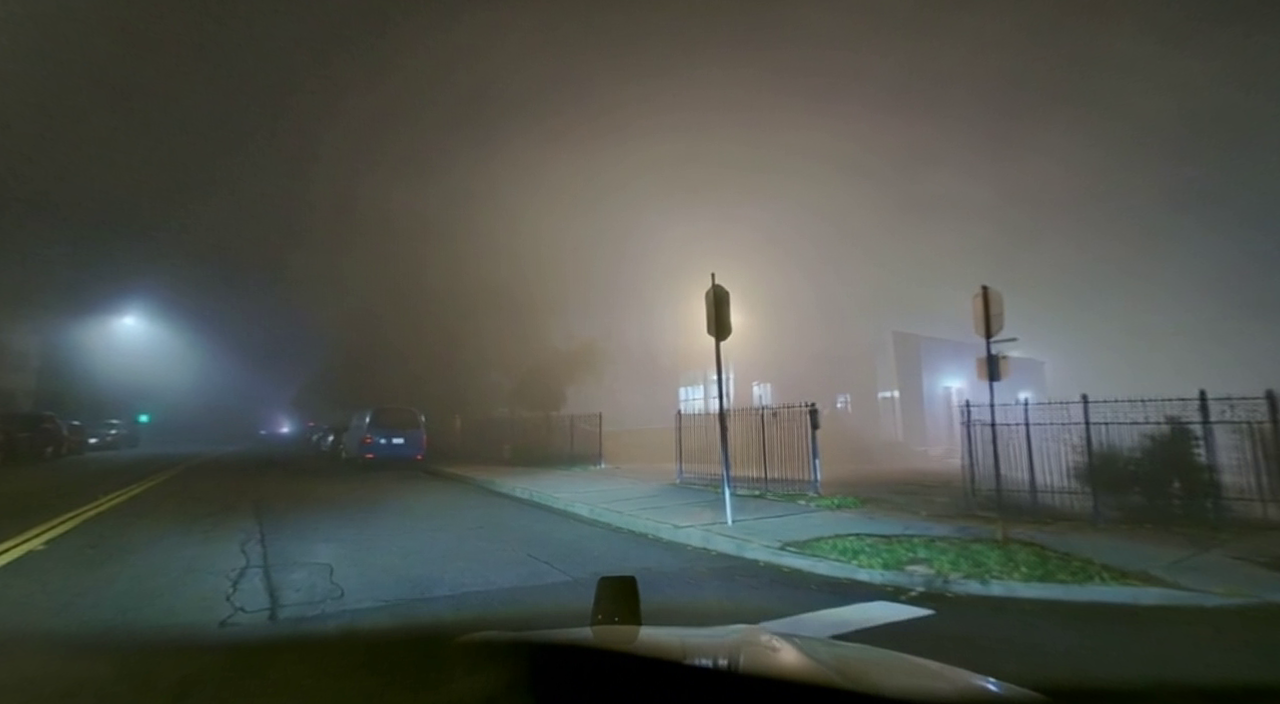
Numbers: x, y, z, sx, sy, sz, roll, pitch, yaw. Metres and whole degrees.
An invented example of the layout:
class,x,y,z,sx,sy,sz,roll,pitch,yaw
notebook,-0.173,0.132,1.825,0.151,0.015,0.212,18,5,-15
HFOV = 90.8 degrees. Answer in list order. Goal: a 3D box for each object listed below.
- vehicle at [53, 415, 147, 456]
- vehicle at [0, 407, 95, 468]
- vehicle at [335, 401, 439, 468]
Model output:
class,x,y,z,sx,sy,sz,roll,pitch,yaw
vehicle,-27.453,4.337,32.399,2.504,1.919,5.658,5,-10,-29
vehicle,-21.833,3.099,22.713,2.304,1.937,5.720,5,-10,-30
vehicle,-9.091,2.967,22.335,2.327,2.021,5.850,5,-10,-31
